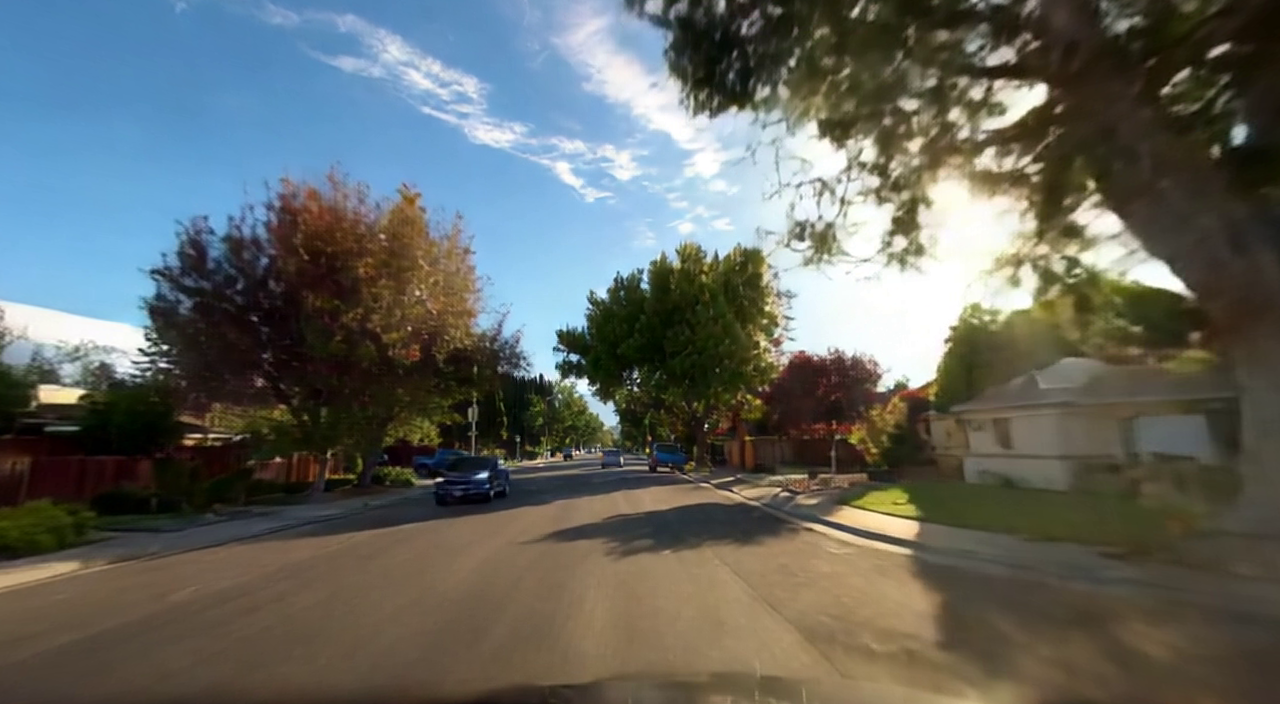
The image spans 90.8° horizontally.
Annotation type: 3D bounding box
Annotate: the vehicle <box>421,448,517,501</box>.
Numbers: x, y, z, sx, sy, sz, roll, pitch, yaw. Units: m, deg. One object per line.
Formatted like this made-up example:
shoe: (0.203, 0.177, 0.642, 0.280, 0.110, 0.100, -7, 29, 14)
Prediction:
vehicle: (-5.440, 3.917, 20.675, 1.926, 1.513, 4.236, 0, -9, 0)

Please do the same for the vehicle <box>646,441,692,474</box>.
vehicle: (1.722, 6.590, 39.793, 2.394, 1.901, 5.759, 0, -9, -2)

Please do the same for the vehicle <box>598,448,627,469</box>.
vehicle: (-2.032, 7.870, 47.051, 2.064, 1.477, 3.968, 0, -9, -2)
